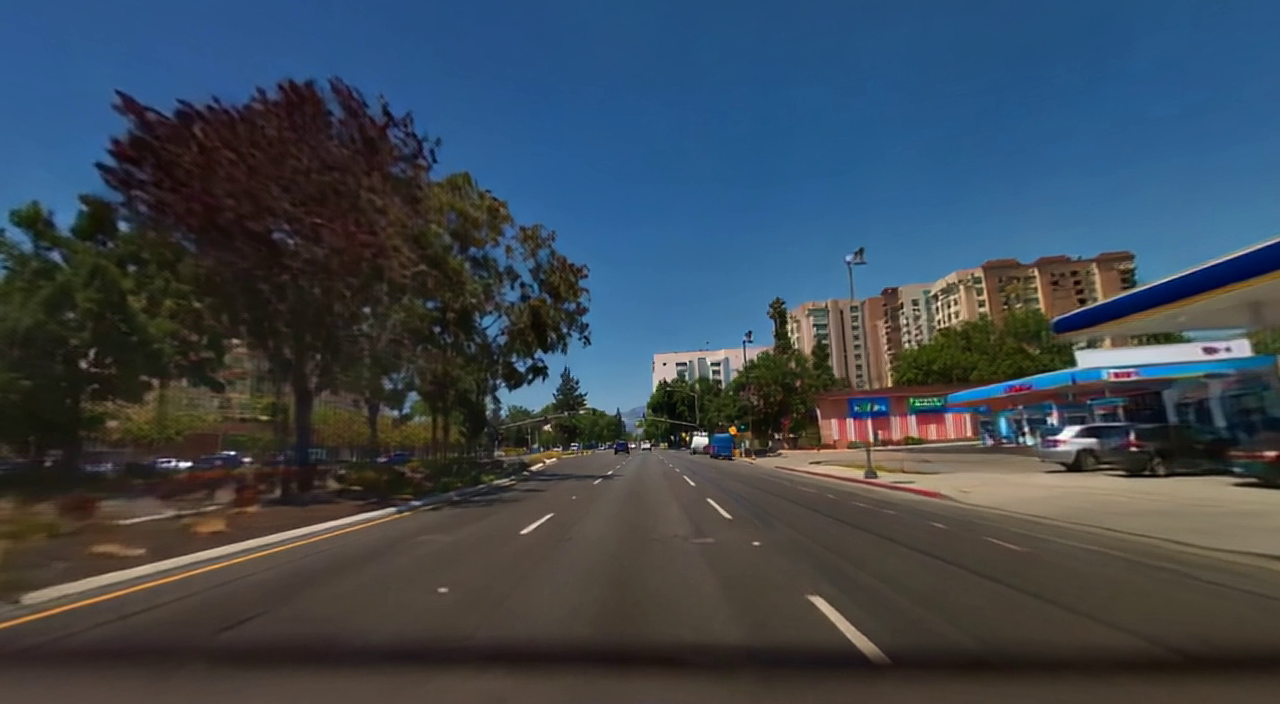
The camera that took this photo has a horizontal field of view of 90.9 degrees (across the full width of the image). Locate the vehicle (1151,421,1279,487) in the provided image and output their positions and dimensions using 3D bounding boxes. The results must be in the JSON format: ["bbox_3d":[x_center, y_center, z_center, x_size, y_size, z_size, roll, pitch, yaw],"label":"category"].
[{"bbox_3d":[15.830,2.595,16.237,4.167,1.528,1.874,2,-9,-15],"label":"vehicle"}]
